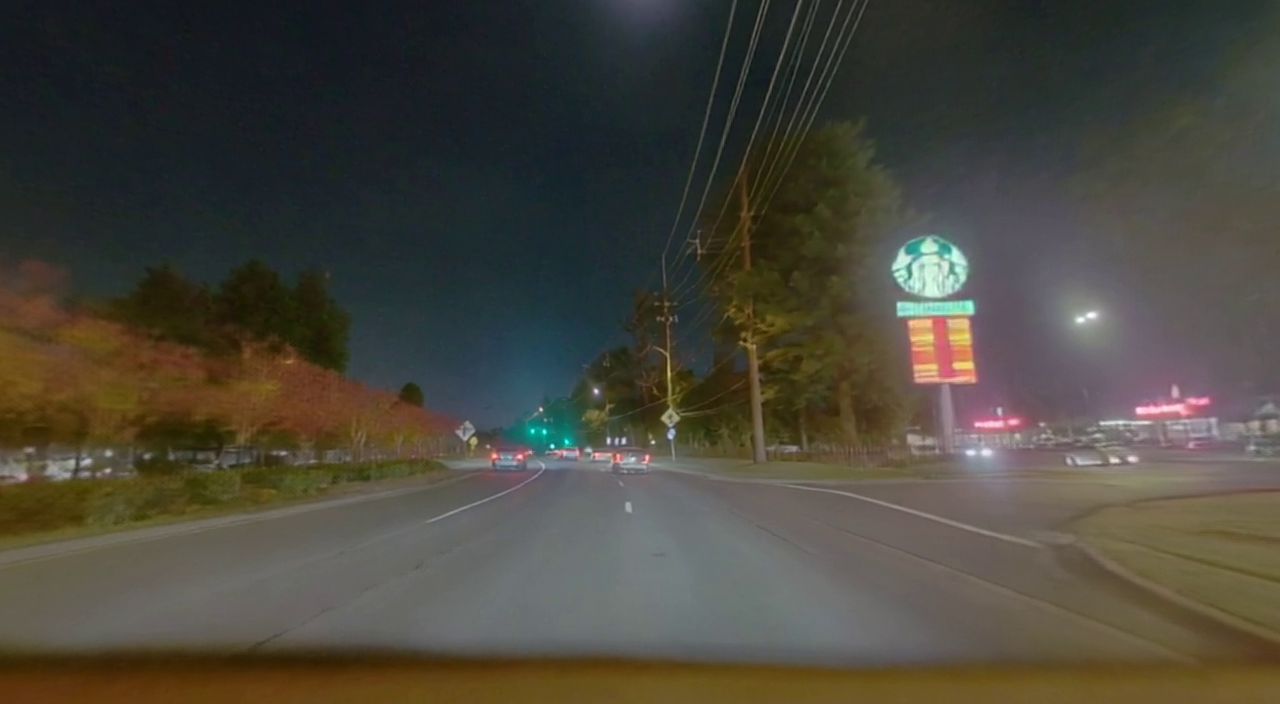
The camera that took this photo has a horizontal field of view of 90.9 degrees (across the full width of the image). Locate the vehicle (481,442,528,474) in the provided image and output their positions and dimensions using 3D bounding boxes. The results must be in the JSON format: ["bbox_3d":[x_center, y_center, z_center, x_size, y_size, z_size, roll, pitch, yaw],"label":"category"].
[{"bbox_3d":[-8.025,6.308,37.776,2.195,1.752,4.515,1,-8,-6],"label":"vehicle"}]

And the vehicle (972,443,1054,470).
[{"bbox_3d":[25.310,7.099,42.920,4.350,1.447,1.696,-6,-10,10],"label":"vehicle"}]

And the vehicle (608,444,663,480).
[{"bbox_3d":[-0.287,5.046,29.278,2.130,1.476,4.453,1,-8,-6],"label":"vehicle"}]

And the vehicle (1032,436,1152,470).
[{"bbox_3d":[23.776,5.356,33.339,4.834,1.495,1.785,1,-9,9],"label":"vehicle"}]
